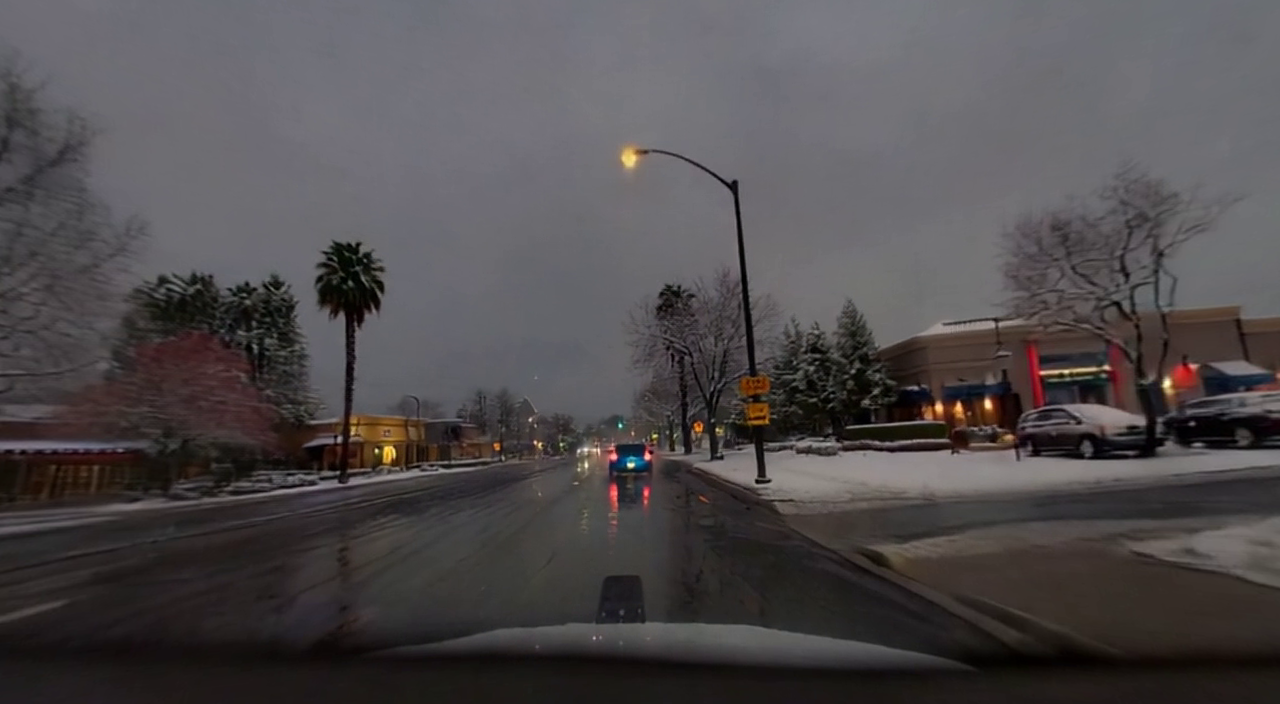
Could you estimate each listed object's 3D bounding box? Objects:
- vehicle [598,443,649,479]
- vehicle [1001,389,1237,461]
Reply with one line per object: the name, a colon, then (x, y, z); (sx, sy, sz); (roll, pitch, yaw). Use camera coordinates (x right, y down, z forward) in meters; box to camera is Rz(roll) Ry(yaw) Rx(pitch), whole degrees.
vehicle: (-0.712, 4.901, 28.767); (2.156, 1.462, 4.495); (0, -8, -1)
vehicle: (12.622, 2.035, 17.027); (1.873, 1.657, 4.557); (5, -10, -30)
